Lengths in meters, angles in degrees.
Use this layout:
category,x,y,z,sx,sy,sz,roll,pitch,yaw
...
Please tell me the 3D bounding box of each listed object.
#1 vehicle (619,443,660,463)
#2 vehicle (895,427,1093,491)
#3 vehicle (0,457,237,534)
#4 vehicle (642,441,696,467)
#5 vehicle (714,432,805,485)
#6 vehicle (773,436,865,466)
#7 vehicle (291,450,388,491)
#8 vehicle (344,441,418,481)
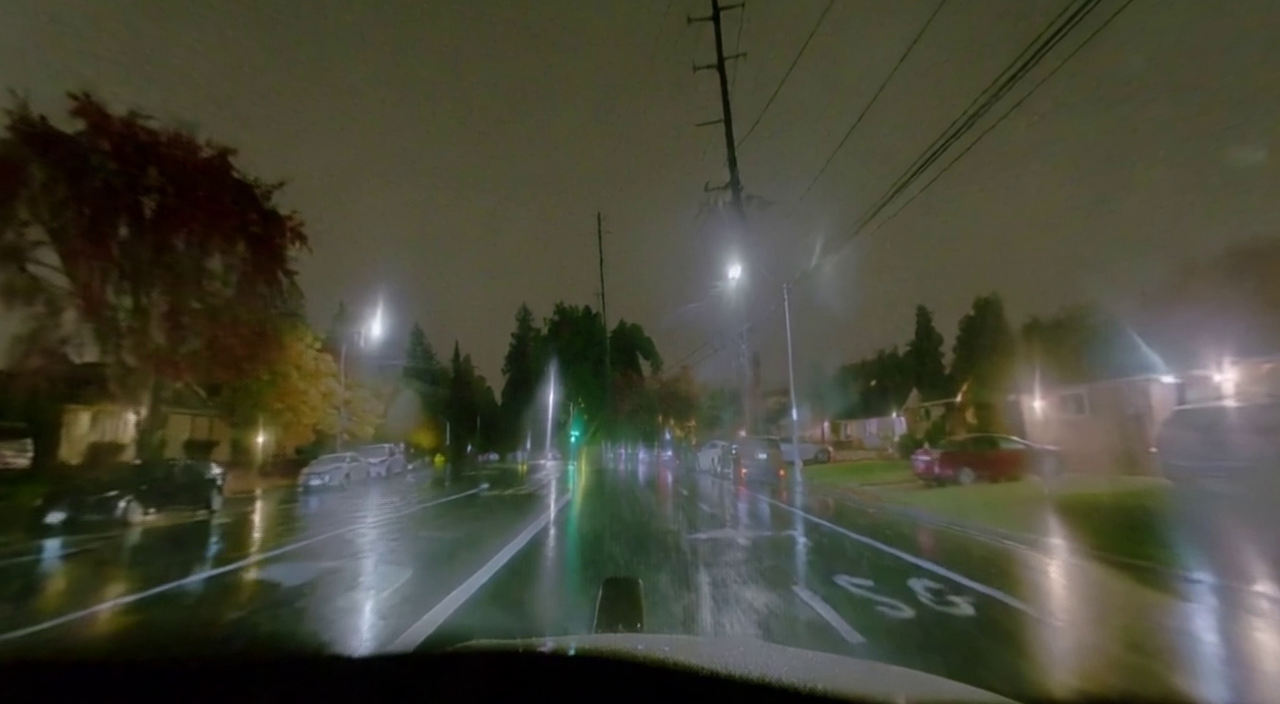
category,x,y,z,sx,sy,sz,roll,pitch,yaw
vehicle,-0.068,7.775,48.670,1.844,1.485,4.193,3,-9,-20
vehicle,10.101,3.080,18.268,4.512,1.477,1.927,-3,-9,-3
vehicle,-11.644,3.193,14.625,1.948,1.410,4.361,0,-9,-3
vehicle,1.853,6.752,42.101,2.367,1.614,4.463,2,-9,-14
vehicle,4.274,3.912,23.490,2.184,1.770,4.651,1,-9,-4
vehicle,9.353,5.203,33.216,4.158,1.521,1.921,1,-9,-6
vehicle,-12.176,4.794,25.989,2.012,1.478,4.661,1,-9,-4
vehicle,-12.691,5.354,31.347,2.107,1.810,4.708,1,-9,-6
